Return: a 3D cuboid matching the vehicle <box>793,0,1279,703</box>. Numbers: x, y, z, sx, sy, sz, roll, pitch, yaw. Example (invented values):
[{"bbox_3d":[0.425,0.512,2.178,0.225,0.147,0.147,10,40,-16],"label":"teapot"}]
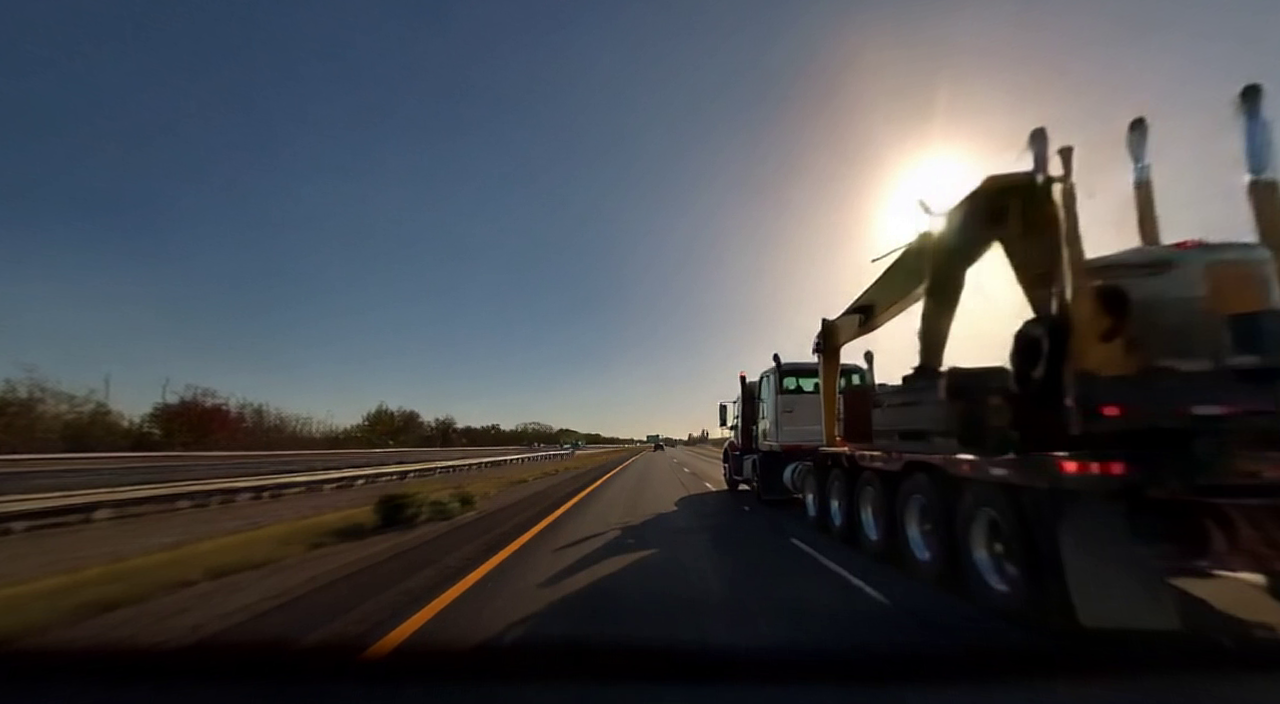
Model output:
[{"bbox_3d":[3.944,0.089,6.170,3.279,3.956,6.541,0,-8,1],"label":"vehicle"}]
